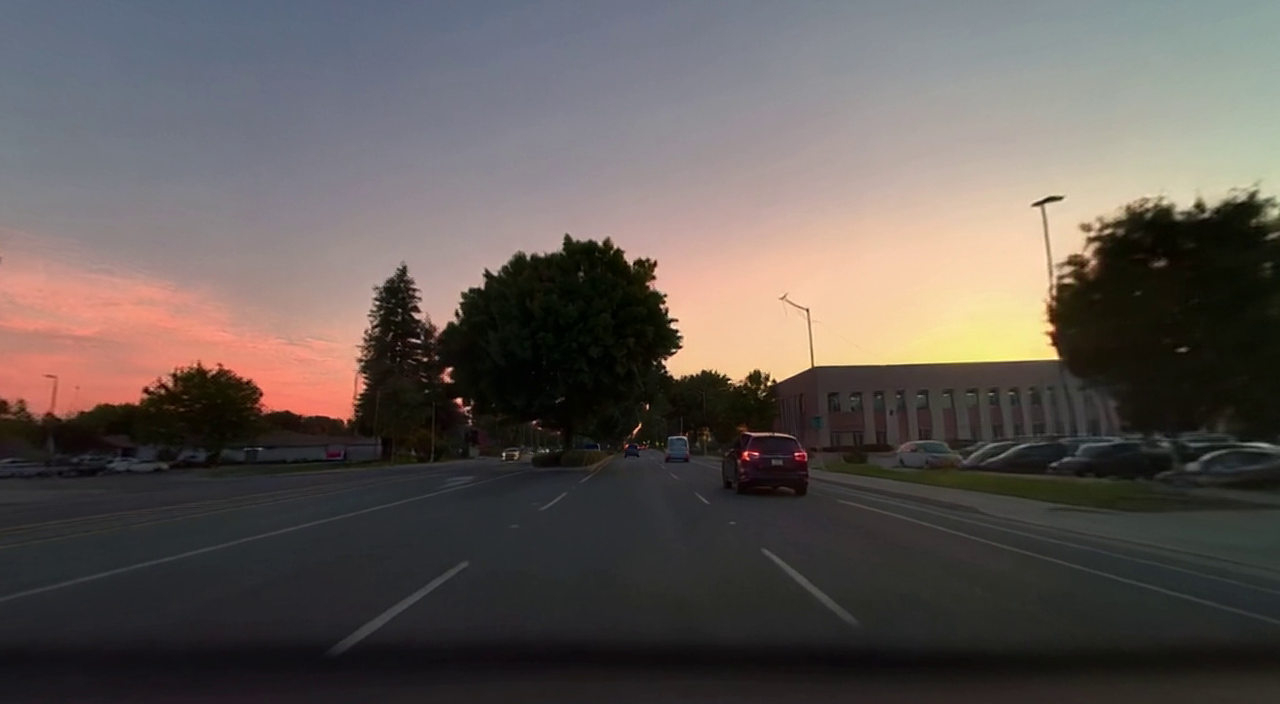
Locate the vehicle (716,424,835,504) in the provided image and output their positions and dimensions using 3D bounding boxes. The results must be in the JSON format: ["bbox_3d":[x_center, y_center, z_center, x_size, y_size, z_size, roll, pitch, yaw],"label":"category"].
[{"bbox_3d":[3.356,2.881,16.611,2.060,1.816,4.343,0,-9,-1],"label":"vehicle"}]

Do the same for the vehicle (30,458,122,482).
[{"bbox_3d":[-41.739,8.737,46.832,4.663,1.660,2.182,0,-9,0],"label":"vehicle"}]

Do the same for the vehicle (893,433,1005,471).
[{"bbox_3d":[15.805,5.125,32.456,4.682,1.635,2.053,-2,-9,-6],"label":"vehicle"}]

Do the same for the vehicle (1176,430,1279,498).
[{"bbox_3d":[18.038,3.048,17.455,4.970,1.700,2.108,2,-9,-11],"label":"vehicle"}]

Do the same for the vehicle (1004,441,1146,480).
[{"bbox_3d":[16.742,4.161,24.414,4.203,1.424,2.077,2,-9,-11],"label":"vehicle"}]
